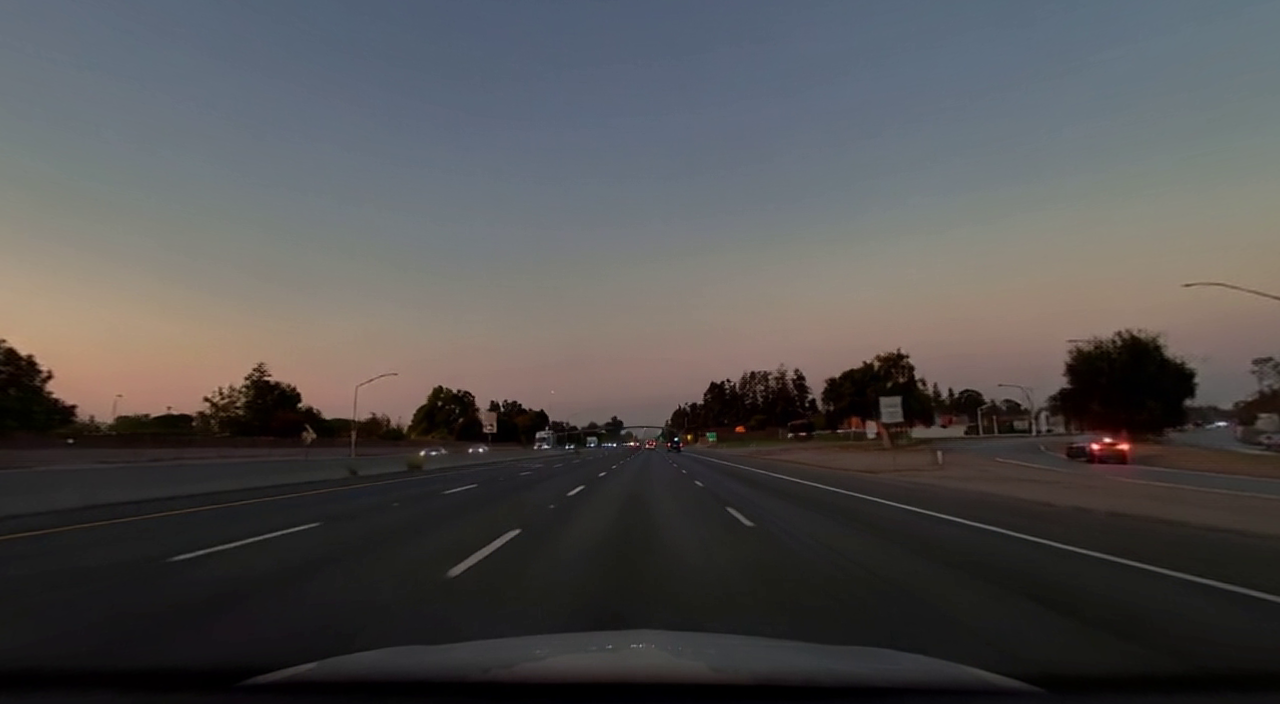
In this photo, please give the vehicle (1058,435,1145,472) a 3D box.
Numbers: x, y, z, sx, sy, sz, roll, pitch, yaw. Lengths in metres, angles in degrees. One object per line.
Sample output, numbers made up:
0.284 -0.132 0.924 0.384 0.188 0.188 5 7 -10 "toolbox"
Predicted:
22.795 5.023 31.334 2.039 1.658 4.457 -3 -9 17 "vehicle"
